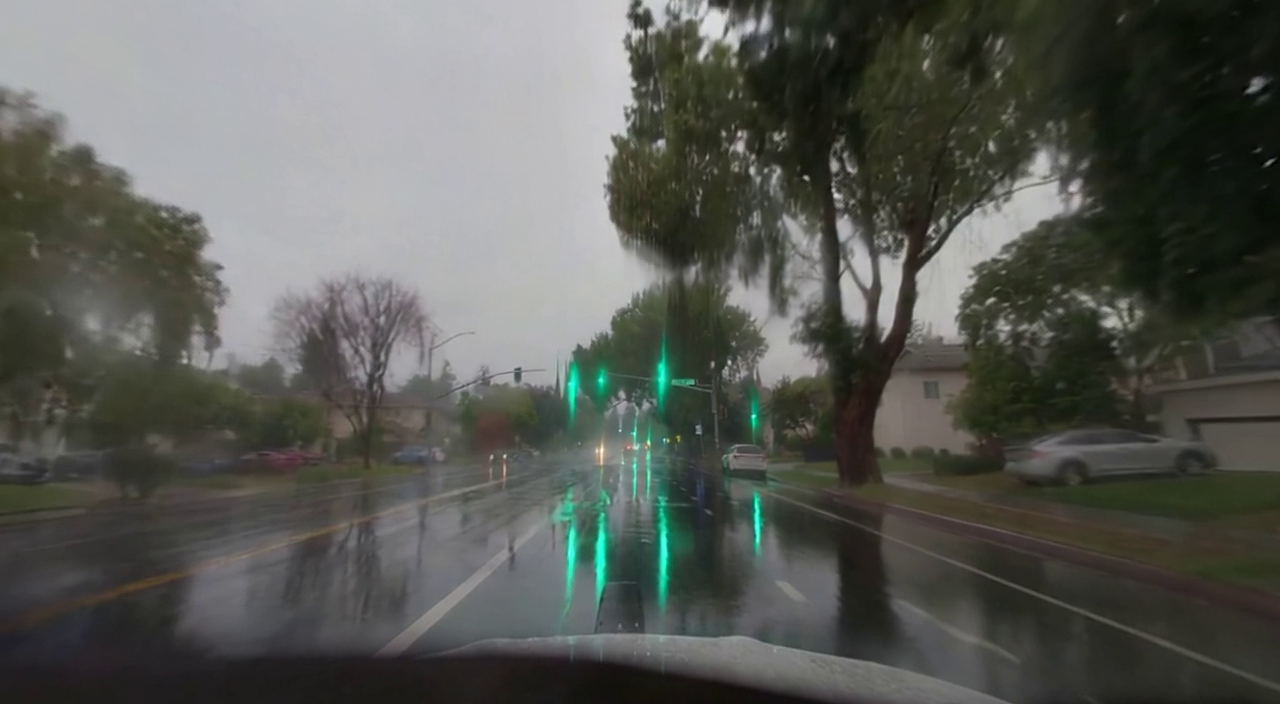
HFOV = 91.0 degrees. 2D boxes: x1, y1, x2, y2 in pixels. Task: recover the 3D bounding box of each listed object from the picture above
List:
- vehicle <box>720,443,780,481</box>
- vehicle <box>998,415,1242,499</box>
[{"bbox_3d":[5.119,5.148,29.822,1.979,1.637,4.321,0,-9,-1],"label":"vehicle"},{"bbox_3d":[12.246,2.700,16.340,4.510,1.732,2.048,-4,-9,0],"label":"vehicle"}]
